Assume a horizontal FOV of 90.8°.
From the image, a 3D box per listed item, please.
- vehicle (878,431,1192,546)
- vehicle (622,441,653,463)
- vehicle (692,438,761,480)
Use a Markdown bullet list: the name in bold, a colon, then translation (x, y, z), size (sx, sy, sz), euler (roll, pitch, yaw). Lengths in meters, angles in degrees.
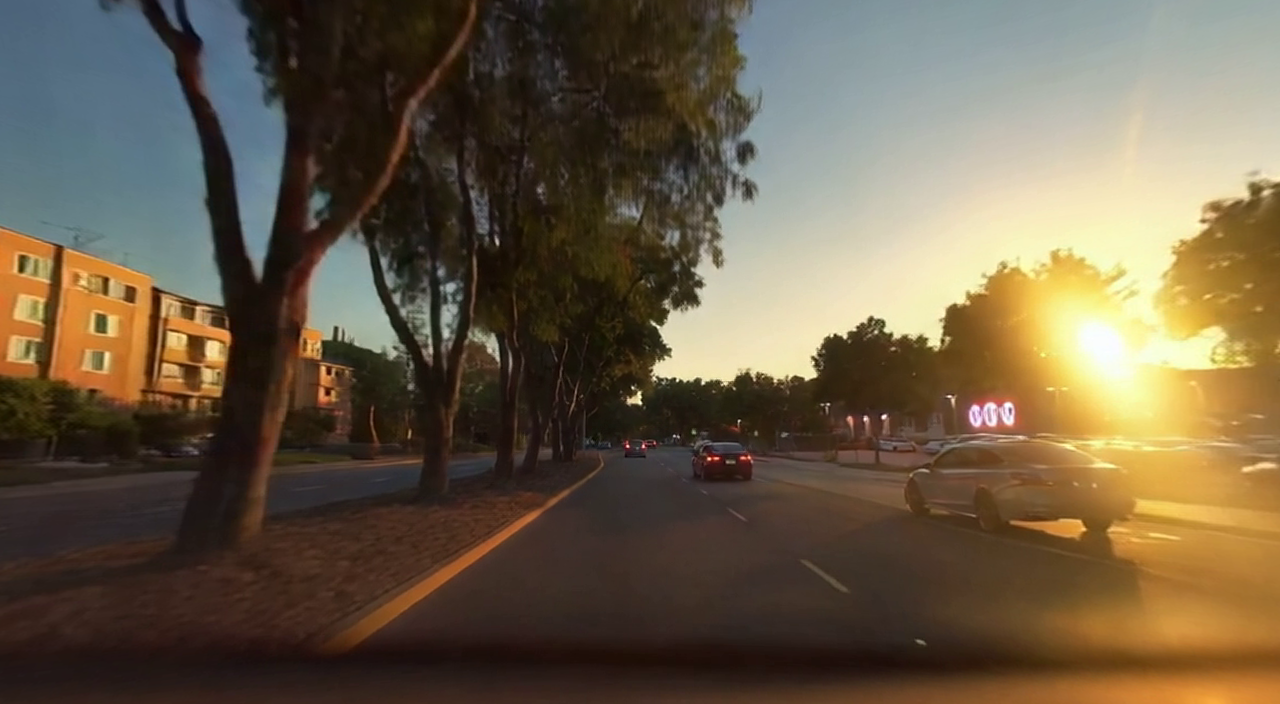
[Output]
- **vehicle**: translation (6.233, 2.181, 10.879), size (2.098, 1.507, 4.655), euler (1, -9, -5)
- **vehicle**: translation (-0.244, 7.059, 44.583), size (2.095, 1.456, 3.873), euler (0, -8, -1)
- **vehicle**: translation (3.320, 4.240, 25.266), size (1.953, 1.514, 4.672), euler (0, -8, -2)
